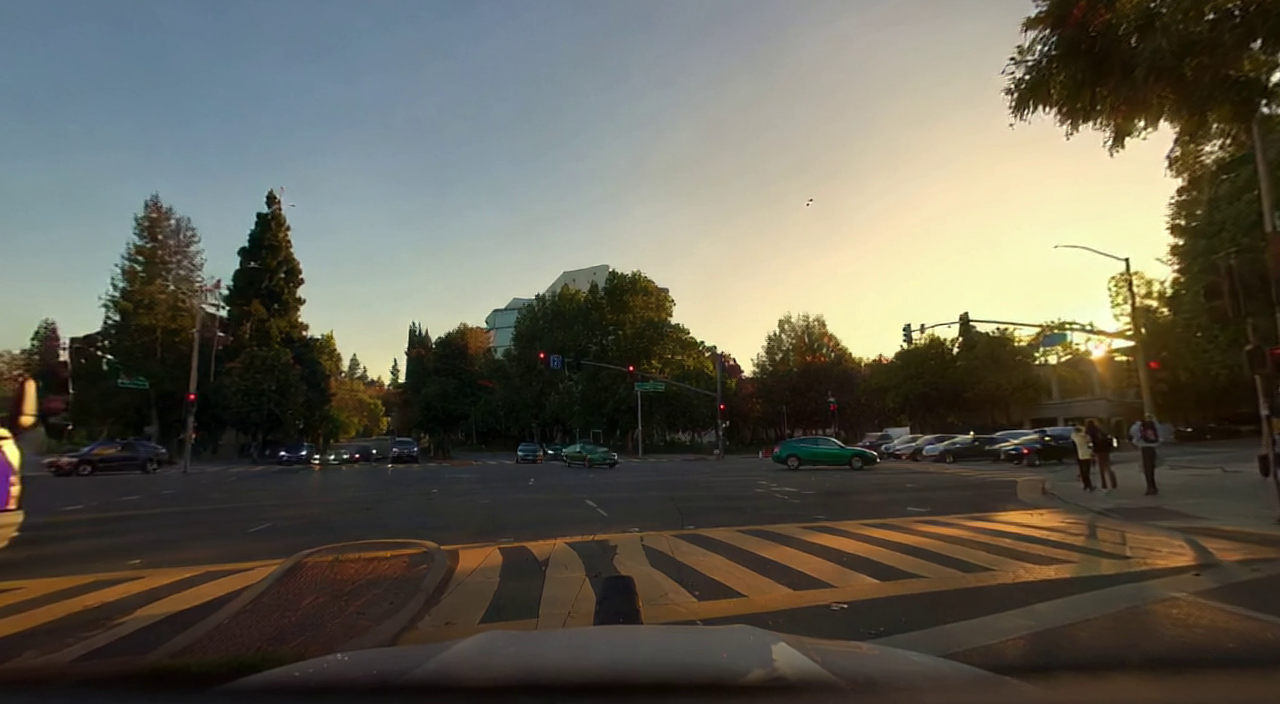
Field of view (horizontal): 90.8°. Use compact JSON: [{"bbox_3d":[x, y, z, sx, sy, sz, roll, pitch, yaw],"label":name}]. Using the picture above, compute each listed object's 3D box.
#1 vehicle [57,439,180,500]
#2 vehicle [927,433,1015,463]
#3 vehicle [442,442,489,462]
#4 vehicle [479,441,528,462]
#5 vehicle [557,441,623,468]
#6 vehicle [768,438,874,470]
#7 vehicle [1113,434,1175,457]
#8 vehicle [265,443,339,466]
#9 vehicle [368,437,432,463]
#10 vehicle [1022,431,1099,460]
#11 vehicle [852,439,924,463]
[{"bbox_3d":[-14.276,3.123,17.208,4.507,1.428,1.801,-8,-11,41],"label":"vehicle"},{"bbox_3d":[20.081,5.825,38.302,5.244,1.717,1.897,4,-10,-27],"label":"vehicle"},{"bbox_3d":[-13.173,7.585,47.864,1.845,1.426,4.289,-1,-9,8],"label":"vehicle"},{"bbox_3d":[-10.150,7.464,47.396,2.097,1.484,4.596,-1,-9,8],"label":"vehicle"},{"bbox_3d":[-2.961,5.859,36.344,1.911,1.415,4.487,5,-10,-31],"label":"vehicle"},{"bbox_3d":[8.982,5.109,31.642,4.911,1.504,2.109,-2,-9,14],"label":"vehicle"},{"bbox_3d":[38.627,7.164,48.396,4.122,1.682,1.930,4,-9,-25],"label":"vehicle"},{"bbox_3d":[-21.825,6.637,41.001,1.859,1.415,4.591,-1,-9,8],"label":"vehicle"},{"bbox_3d":[-17.380,7.141,46.003,2.189,1.753,4.785,-1,-9,9],"label":"vehicle"},{"bbox_3d":[28.309,6.295,42.481,4.662,1.840,2.055,4,-10,-26],"label":"vehicle"},{"bbox_3d":[17.190,6.836,43.830,4.524,1.560,2.052,4,-10,-26],"label":"vehicle"}]
